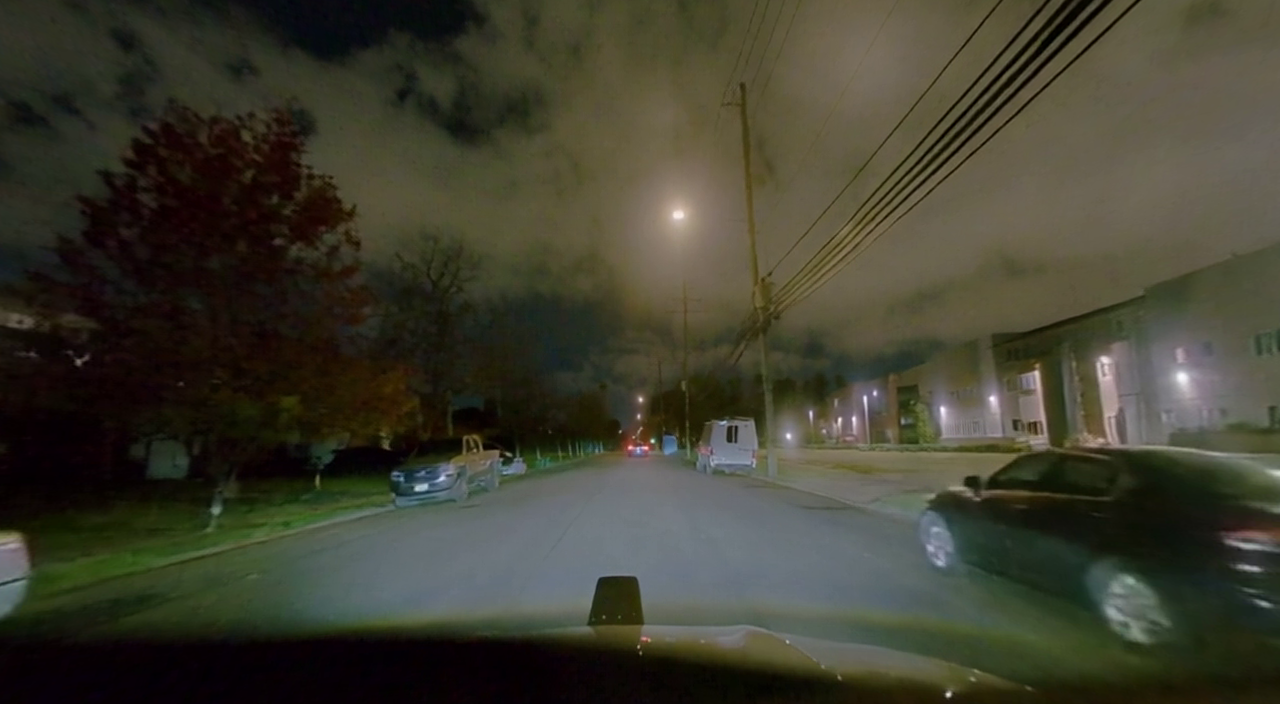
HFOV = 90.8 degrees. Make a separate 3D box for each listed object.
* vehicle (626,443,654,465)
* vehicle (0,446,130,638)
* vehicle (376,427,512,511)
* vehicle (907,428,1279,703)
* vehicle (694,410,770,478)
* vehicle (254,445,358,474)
[{"bbox_3d":[-0.003,7.790,48.420,2.062,1.509,4.305,0,-8,0],"label":"vehicle"},{"bbox_3d":[-5.983,1.354,3.274,2.094,1.433,5.740,-3,-7,-2],"label":"vehicle"},{"bbox_3d":[-5.895,3.497,19.966,2.284,2.119,5.984,-3,-7,1],"label":"vehicle"},{"bbox_3d":[4.040,1.331,4.856,1.879,1.395,4.374,0,-8,-3],"label":"vehicle"},{"bbox_3d":[4.068,4.238,29.127,2.384,2.791,5.899,0,-8,-2],"label":"vehicle"},{"bbox_3d":[-19.968,6.419,37.982,5.310,1.547,1.820,3,-9,-26],"label":"vehicle"}]
